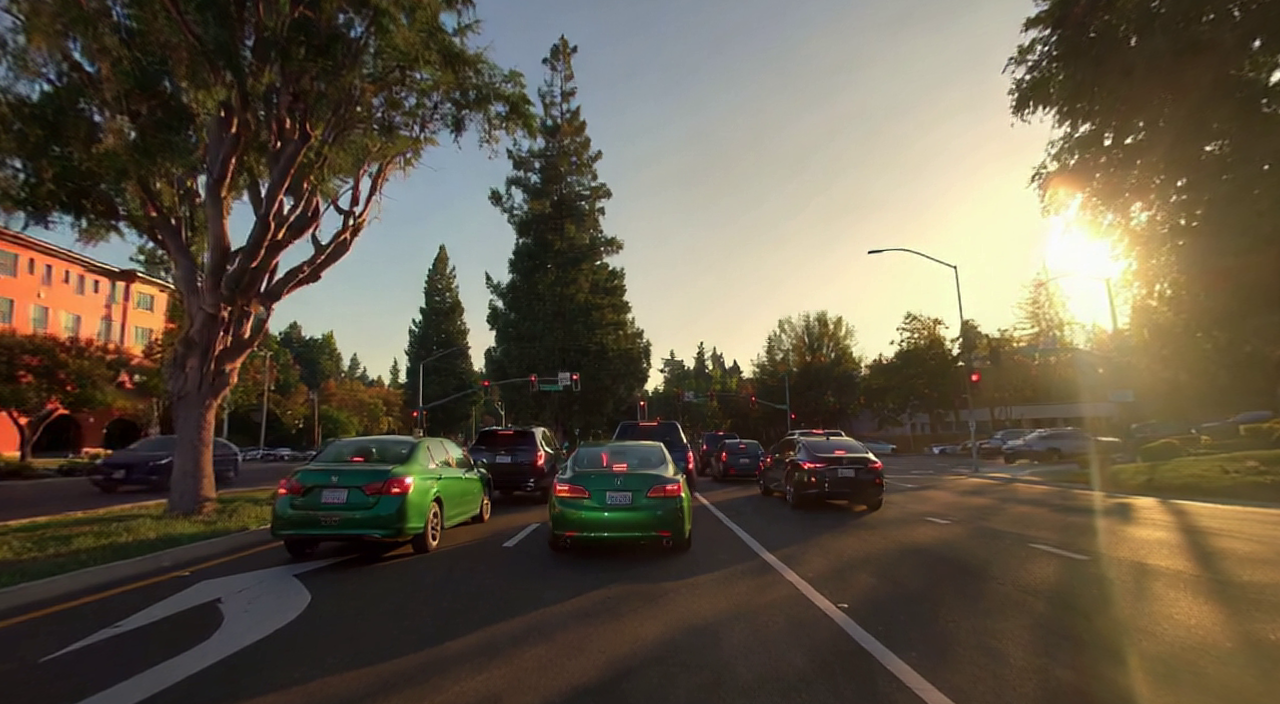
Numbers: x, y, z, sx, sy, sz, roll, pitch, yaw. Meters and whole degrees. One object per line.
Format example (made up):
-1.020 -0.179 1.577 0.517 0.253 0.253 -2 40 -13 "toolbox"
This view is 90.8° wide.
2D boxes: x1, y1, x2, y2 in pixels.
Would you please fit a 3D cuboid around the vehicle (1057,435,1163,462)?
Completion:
30.808 6.348 41.634 5.265 1.702 1.930 -5 -9 28 "vehicle"

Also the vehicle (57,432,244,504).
-13.302 3.148 17.634 2.082 1.704 4.488 1 -8 -8 "vehicle"

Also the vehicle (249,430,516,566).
-3.201 1.883 8.948 1.917 1.441 4.128 -1 -8 2 "vehicle"

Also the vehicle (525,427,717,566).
-0.209 1.823 8.703 2.041 1.450 3.847 0 -8 0 "vehicle"

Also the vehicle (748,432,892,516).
3.553 2.462 13.262 1.880 1.476 3.932 0 -8 1 "vehicle"
